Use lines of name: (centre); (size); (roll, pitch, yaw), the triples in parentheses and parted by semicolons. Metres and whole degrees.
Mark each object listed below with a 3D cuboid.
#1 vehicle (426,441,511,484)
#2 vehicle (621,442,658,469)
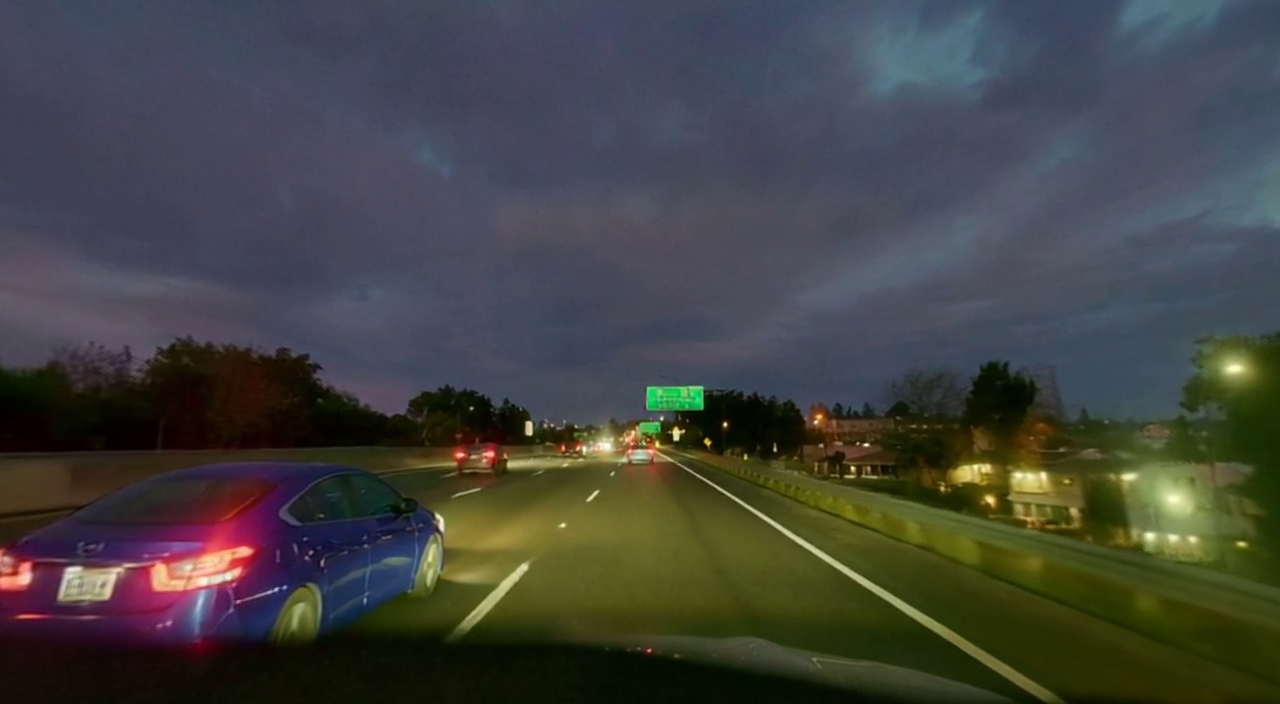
vehicle: (-6.522, 4.225, 24.561); (2.075, 1.528, 4.327); (0, -8, 0)
vehicle: (-0.054, 5.940, 36.320); (2.051, 1.443, 3.770); (0, -8, -1)
